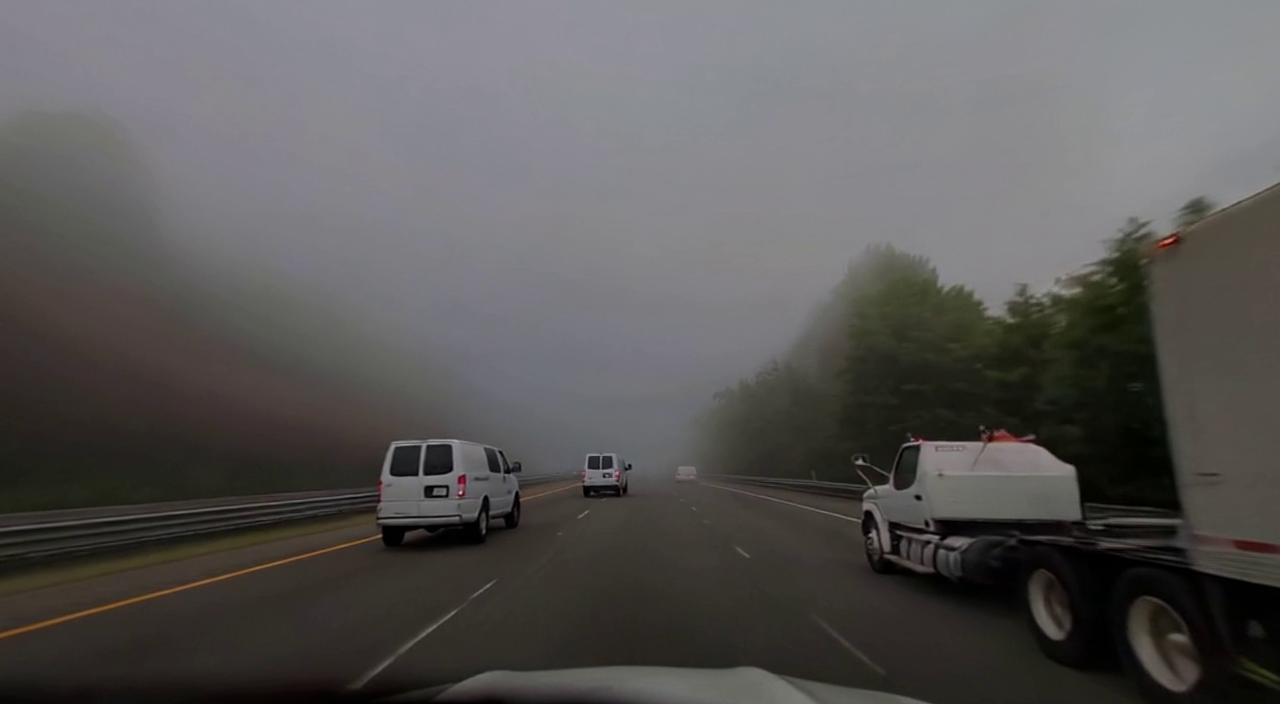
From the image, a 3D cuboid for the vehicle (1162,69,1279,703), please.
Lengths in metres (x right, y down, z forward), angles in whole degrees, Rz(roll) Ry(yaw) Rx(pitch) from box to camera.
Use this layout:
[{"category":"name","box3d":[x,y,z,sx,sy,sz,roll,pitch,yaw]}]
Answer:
[{"category":"vehicle","box3d":[4.049,-0.056,0.471,2.703,2.988,5.097,1,-11,-1]}]

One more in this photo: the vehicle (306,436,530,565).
[{"category":"vehicle","box3d":[-3.356,2.382,10.623,2.124,1.671,4.262,1,-11,1]}]

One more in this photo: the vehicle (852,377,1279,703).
[{"category":"vehicle","box3d":[3.996,1.520,6.008,2.157,1.840,4.999,1,-11,0]}]

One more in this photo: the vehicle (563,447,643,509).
[{"category":"vehicle","box3d":[-1.180,4.515,22.792,2.378,1.930,5.086,0,-11,2]}]
